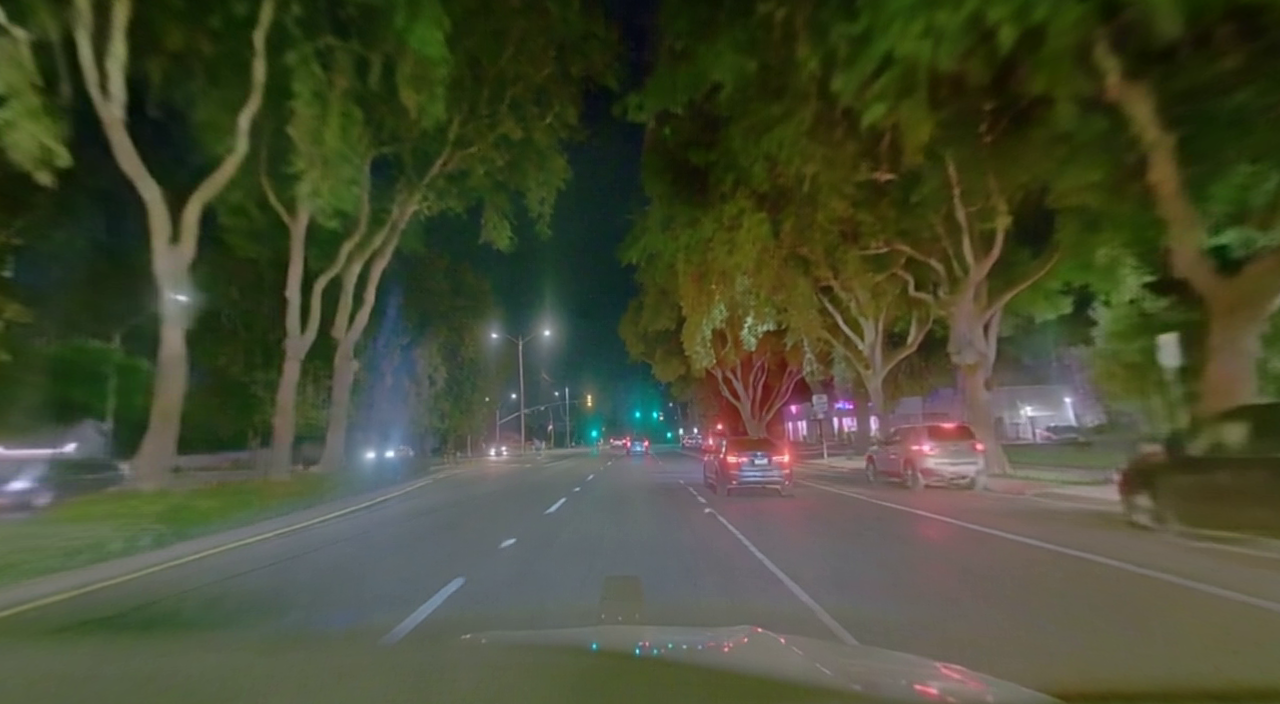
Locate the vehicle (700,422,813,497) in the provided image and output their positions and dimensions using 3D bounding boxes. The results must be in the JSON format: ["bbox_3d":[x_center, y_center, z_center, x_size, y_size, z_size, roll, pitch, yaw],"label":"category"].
[{"bbox_3d":[2.786,2.686,16.080,2.022,1.656,4.025,0,-8,-1],"label":"vehicle"}]

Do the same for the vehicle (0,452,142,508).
[{"bbox_3d":[-18.254,3.893,19.580,1.836,1.454,4.507,0,-8,0],"label":"vehicle"}]

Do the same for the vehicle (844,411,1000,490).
[{"bbox_3d":[7.450,2.685,17.327,2.047,1.852,4.861,0,-8,0],"label":"vehicle"}]

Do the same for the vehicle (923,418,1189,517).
[{"bbox_3d":[7.529,2.126,12.113,1.886,1.534,4.464,0,-8,-3],"label":"vehicle"}]

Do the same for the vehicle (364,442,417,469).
[{"bbox_3d":[-16.174,6.700,41.027,1.885,1.633,4.265,0,-8,-2],"label":"vehicle"}]

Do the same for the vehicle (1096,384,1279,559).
[{"bbox_3d":[7.686,1.232,6.497,2.174,1.788,4.954,0,-8,0],"label":"vehicle"}]
